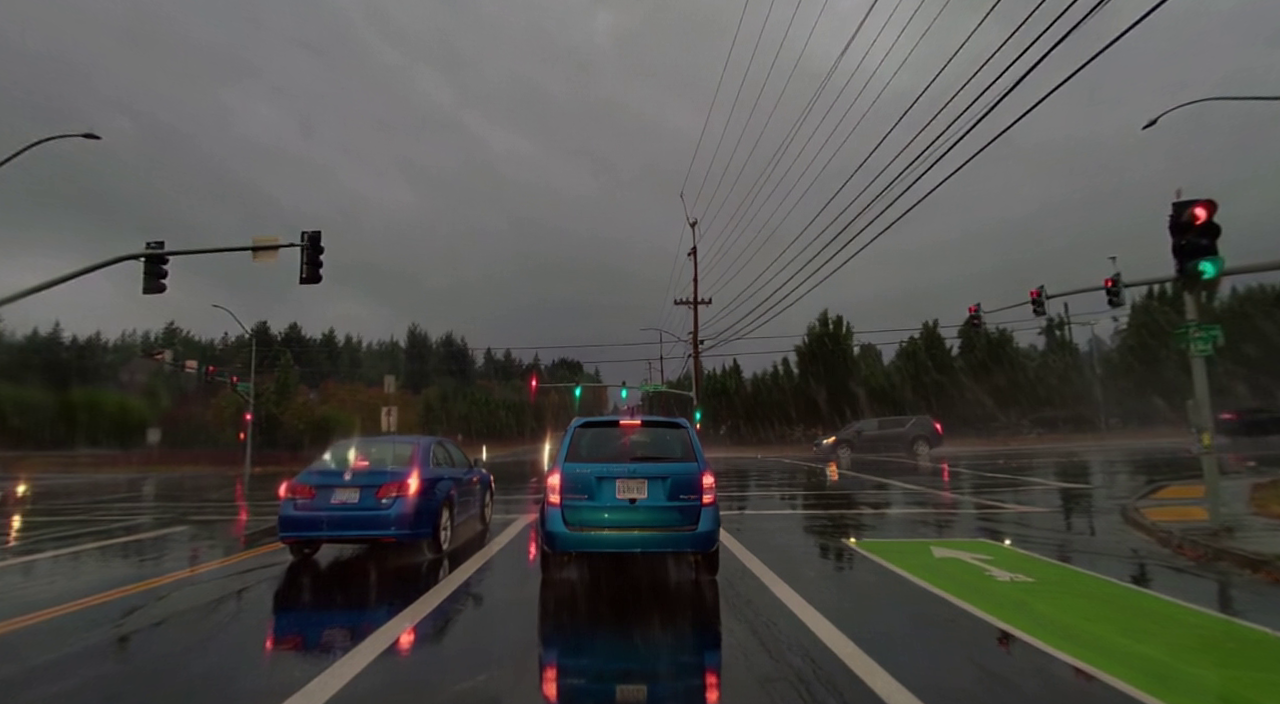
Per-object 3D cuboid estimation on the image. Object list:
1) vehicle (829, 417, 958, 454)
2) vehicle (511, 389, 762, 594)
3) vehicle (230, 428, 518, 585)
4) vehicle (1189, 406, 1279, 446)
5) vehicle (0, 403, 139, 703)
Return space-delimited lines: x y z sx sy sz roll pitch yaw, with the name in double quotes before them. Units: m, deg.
"vehicle" 13.836 4.603 34.823 6.143 1.944 2.229 -1 -8 5
"vehicle" -0.062 1.512 7.598 2.182 1.773 4.041 0 -8 -1
"vehicle" -2.933 1.766 8.002 1.969 1.486 3.702 0 -8 1
"vehicle" 27.208 3.202 27.195 4.977 1.648 2.088 -1 -8 5
"vehicle" -3.350 0.660 0.442 1.928 1.488 4.936 0 -8 0
